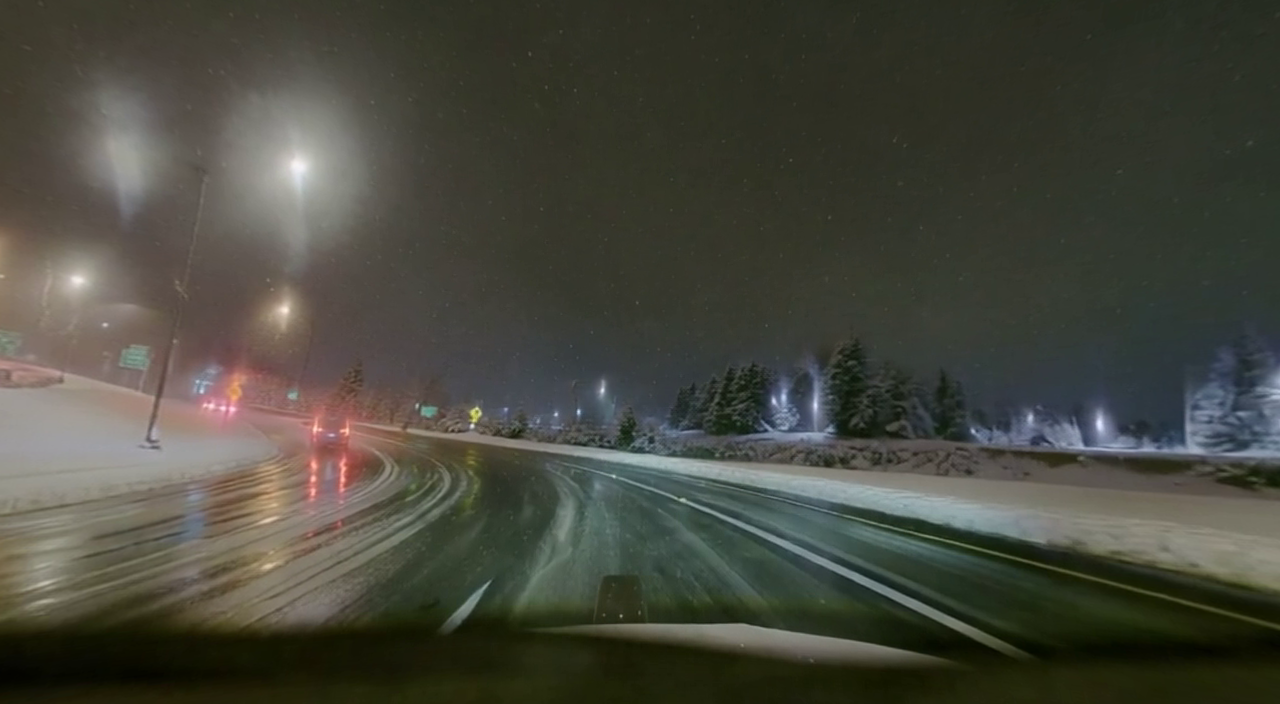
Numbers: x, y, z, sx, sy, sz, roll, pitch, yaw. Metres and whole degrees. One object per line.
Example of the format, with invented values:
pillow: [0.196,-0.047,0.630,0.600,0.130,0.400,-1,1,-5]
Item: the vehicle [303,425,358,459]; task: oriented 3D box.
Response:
vehicle: [-15.714,4.557,31.814,2.234,1.588,4.484,5,-10,-27]
